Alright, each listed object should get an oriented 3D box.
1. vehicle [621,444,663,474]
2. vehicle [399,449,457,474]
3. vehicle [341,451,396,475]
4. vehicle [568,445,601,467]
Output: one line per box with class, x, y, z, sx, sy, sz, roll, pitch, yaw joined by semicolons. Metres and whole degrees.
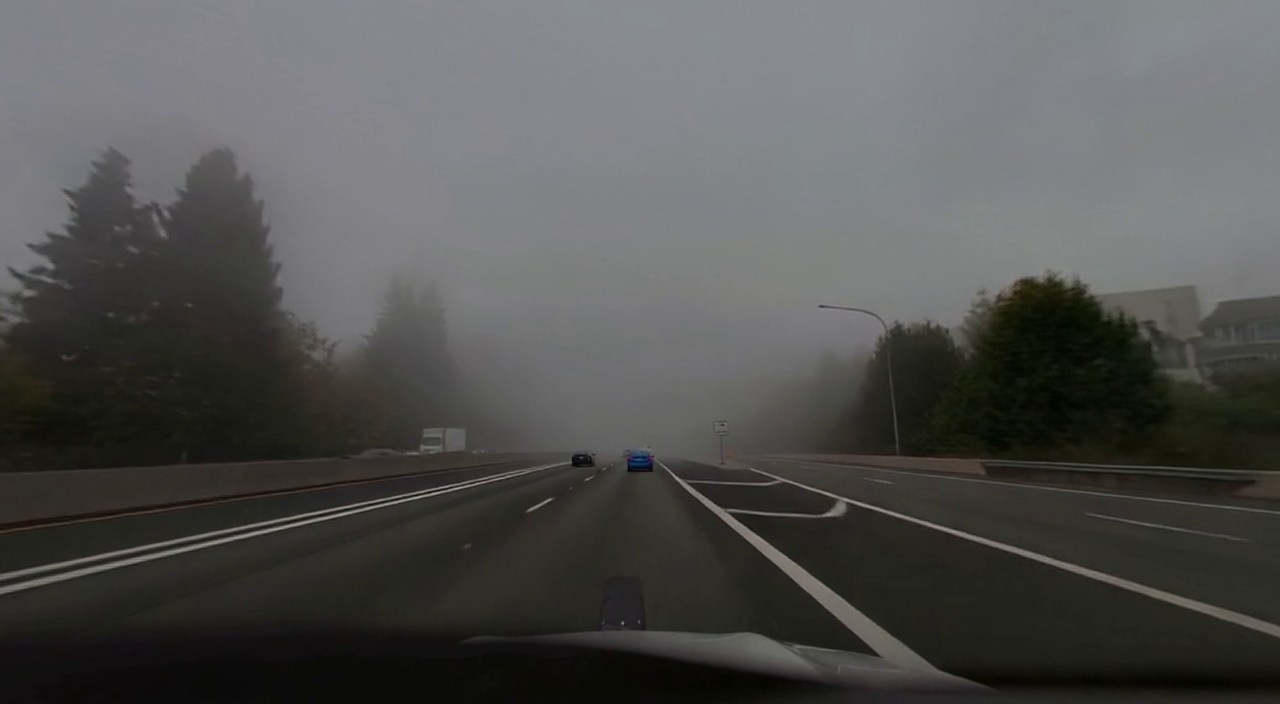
vehicle;0.065;5.492;32.425;2.002;1.449;3.612;0;-9;-1
vehicle;-12.992;6.725;38.886;1.942;1.438;4.458;0;-9;2
vehicle;-17.621;7.180;41.096;1.803;1.464;3.889;0;-9;1
vehicle;-3.853;7.273;44.211;1.877;1.504;3.799;0;-9;1
